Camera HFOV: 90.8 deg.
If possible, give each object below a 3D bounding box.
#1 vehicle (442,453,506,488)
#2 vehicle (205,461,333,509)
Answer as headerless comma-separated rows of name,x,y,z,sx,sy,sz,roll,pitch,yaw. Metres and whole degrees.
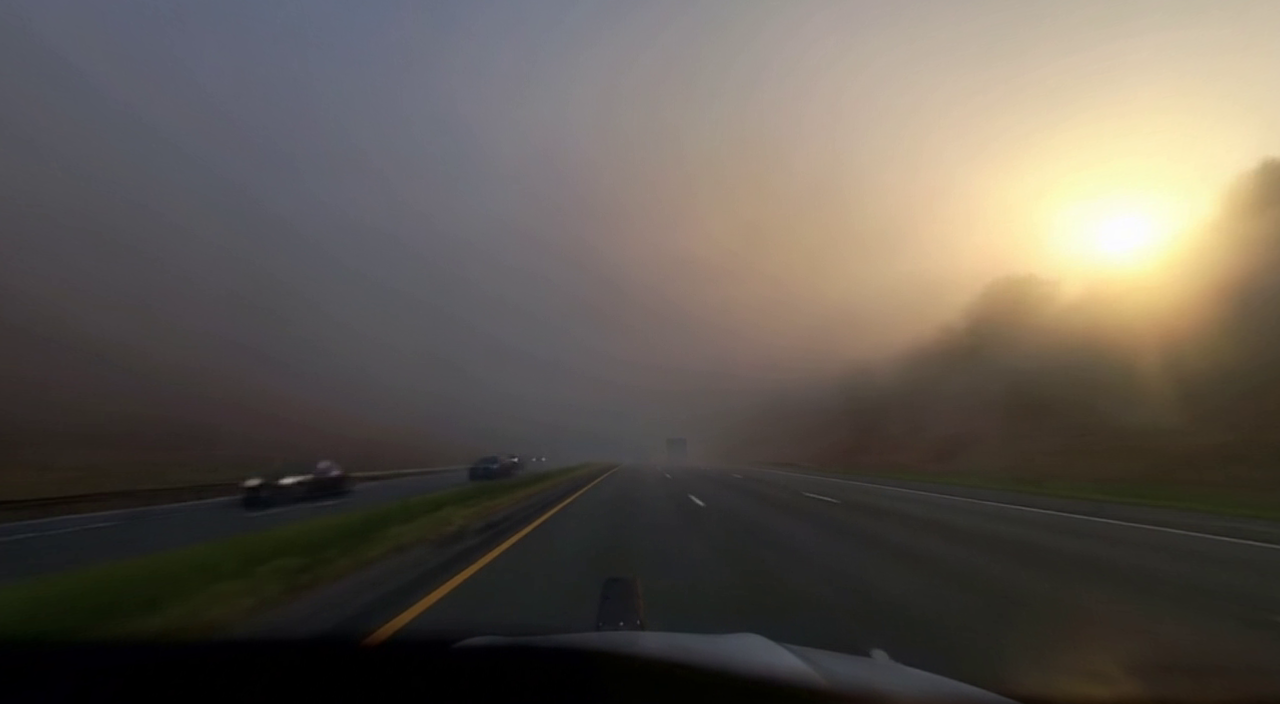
vehicle,-7.517,5.411,29.039,1.788,1.451,4.386,0,-9,0
vehicle,-11.776,4.216,20.359,1.824,1.323,3.790,0,-9,0
